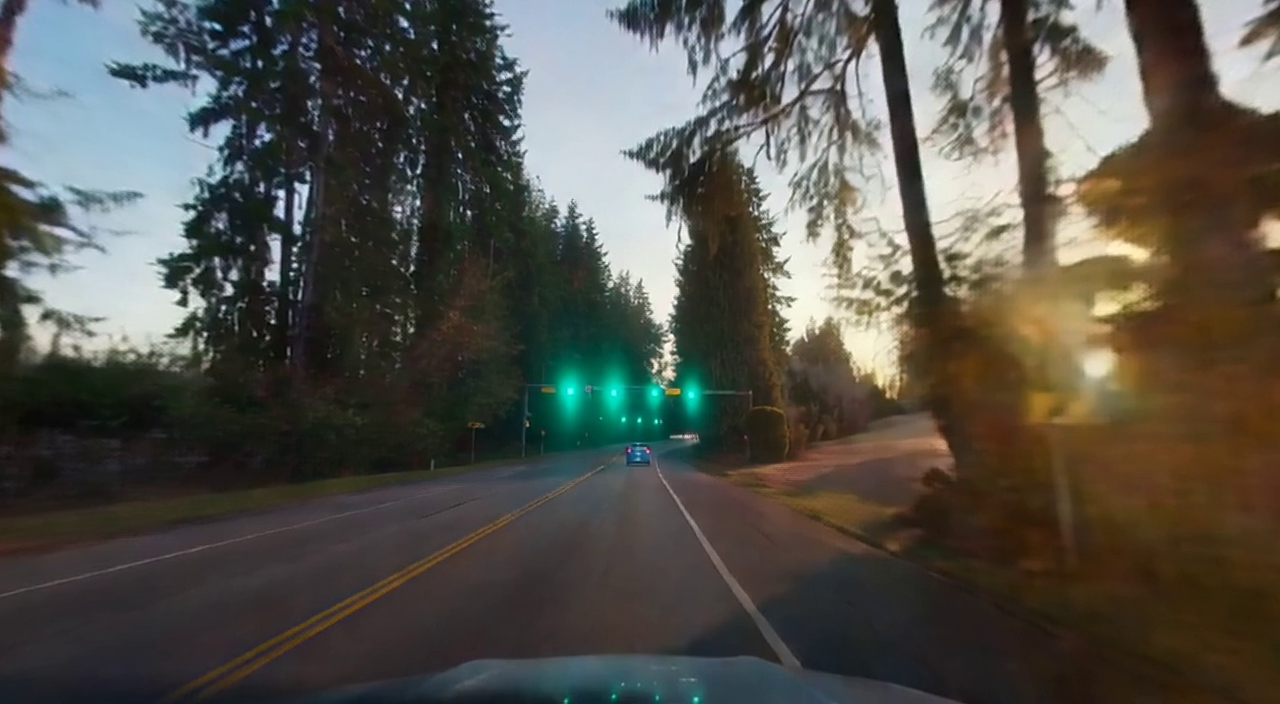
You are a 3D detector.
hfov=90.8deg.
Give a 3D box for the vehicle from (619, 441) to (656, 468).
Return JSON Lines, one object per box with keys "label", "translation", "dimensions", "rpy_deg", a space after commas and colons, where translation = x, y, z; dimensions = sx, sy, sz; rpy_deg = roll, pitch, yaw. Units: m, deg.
{"label": "vehicle", "translation": [-0.169, 6.013, 37.132], "dimensions": [2.042, 1.489, 3.963], "rpy_deg": [0, -9, 0]}
